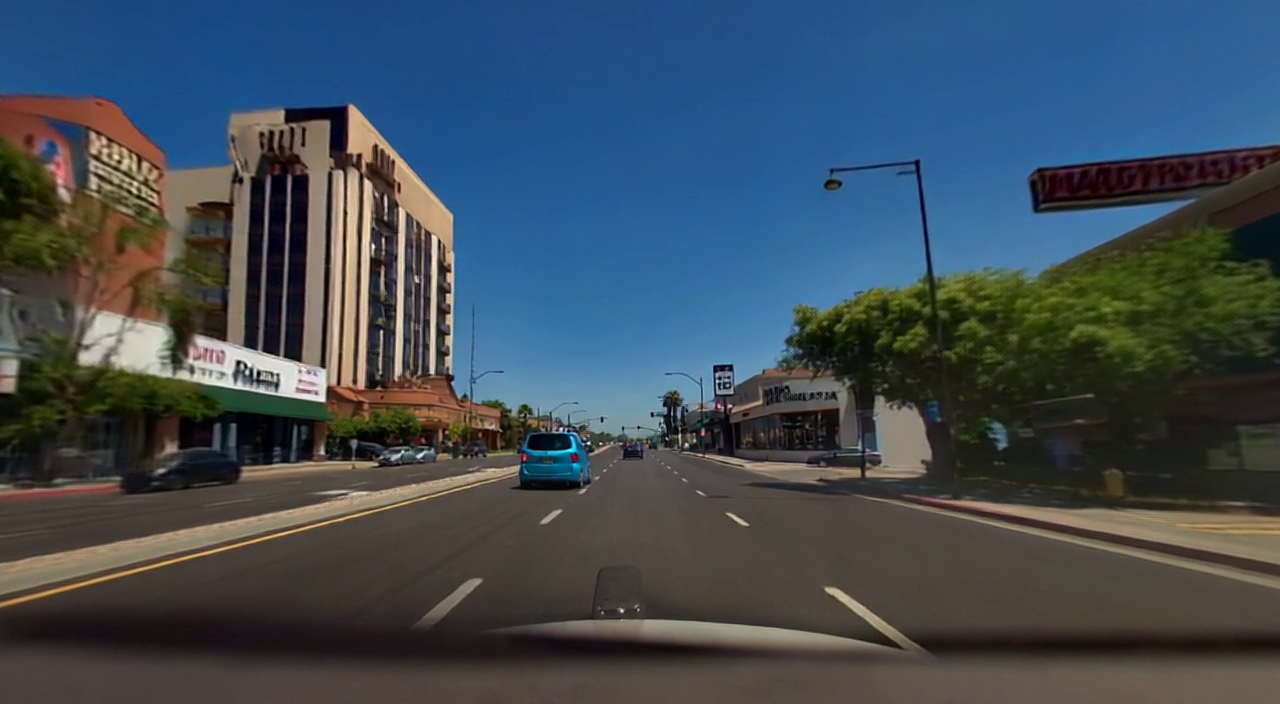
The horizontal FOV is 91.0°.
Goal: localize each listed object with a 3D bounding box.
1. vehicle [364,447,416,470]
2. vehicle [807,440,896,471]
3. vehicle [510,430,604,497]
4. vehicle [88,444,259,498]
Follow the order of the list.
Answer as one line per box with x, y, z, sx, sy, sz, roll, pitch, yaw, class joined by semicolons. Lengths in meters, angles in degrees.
-17.756;7.563;44.929;1.852;1.481;4.660;0;-9;-1;vehicle
14.863;7.319;44.651;2.589;1.989;5.779;4;-10;-26;vehicle
-2.272;3.185;18.266;2.080;1.722;3.766;0;-9;2;vehicle
-14.498;3.687;19.966;1.909;1.490;4.531;0;-9;1;vehicle
